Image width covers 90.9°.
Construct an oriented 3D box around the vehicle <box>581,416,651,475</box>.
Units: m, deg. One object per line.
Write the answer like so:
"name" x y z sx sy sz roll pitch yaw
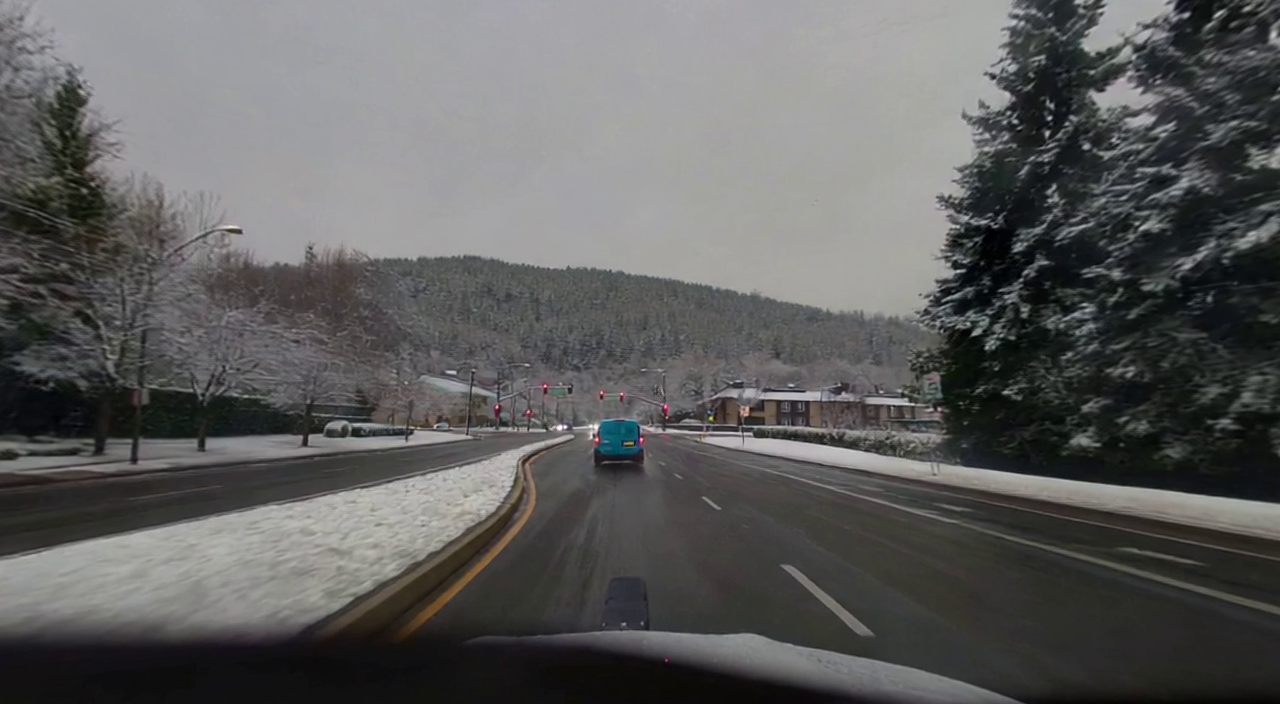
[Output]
"vehicle" -0.849 3.261 21.980 2.185 1.822 4.391 0 -8 -3
